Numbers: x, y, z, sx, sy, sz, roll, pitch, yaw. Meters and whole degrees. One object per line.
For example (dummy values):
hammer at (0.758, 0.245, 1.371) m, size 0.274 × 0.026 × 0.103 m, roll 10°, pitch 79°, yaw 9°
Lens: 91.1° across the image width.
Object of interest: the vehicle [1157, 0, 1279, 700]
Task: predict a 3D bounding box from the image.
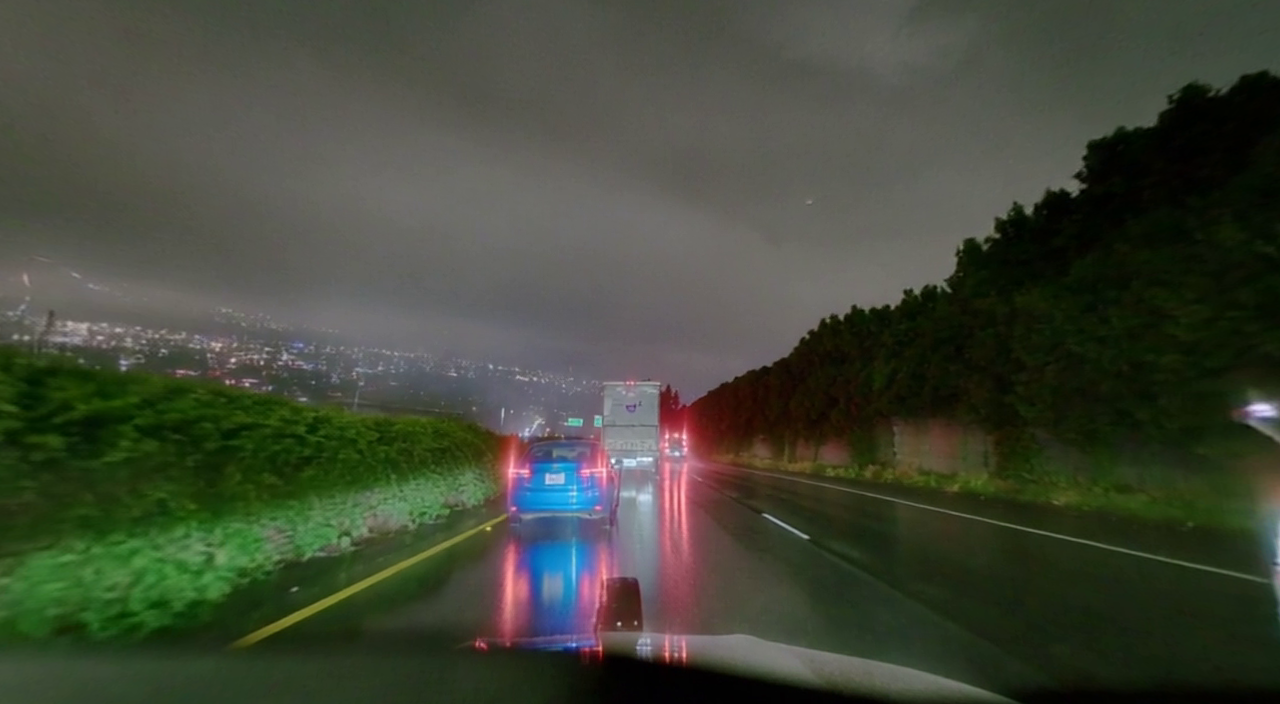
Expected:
vehicle at (4.909, -0.628, 0.886) m, size 2.982 × 4.187 × 6.008 m, roll 0°, pitch -9°, yaw 1°

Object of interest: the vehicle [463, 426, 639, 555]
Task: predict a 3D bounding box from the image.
vehicle at (-1.118, 2.025, 9.792) m, size 2.038 × 1.582 × 3.729 m, roll -1°, pitch -9°, yaw 2°
